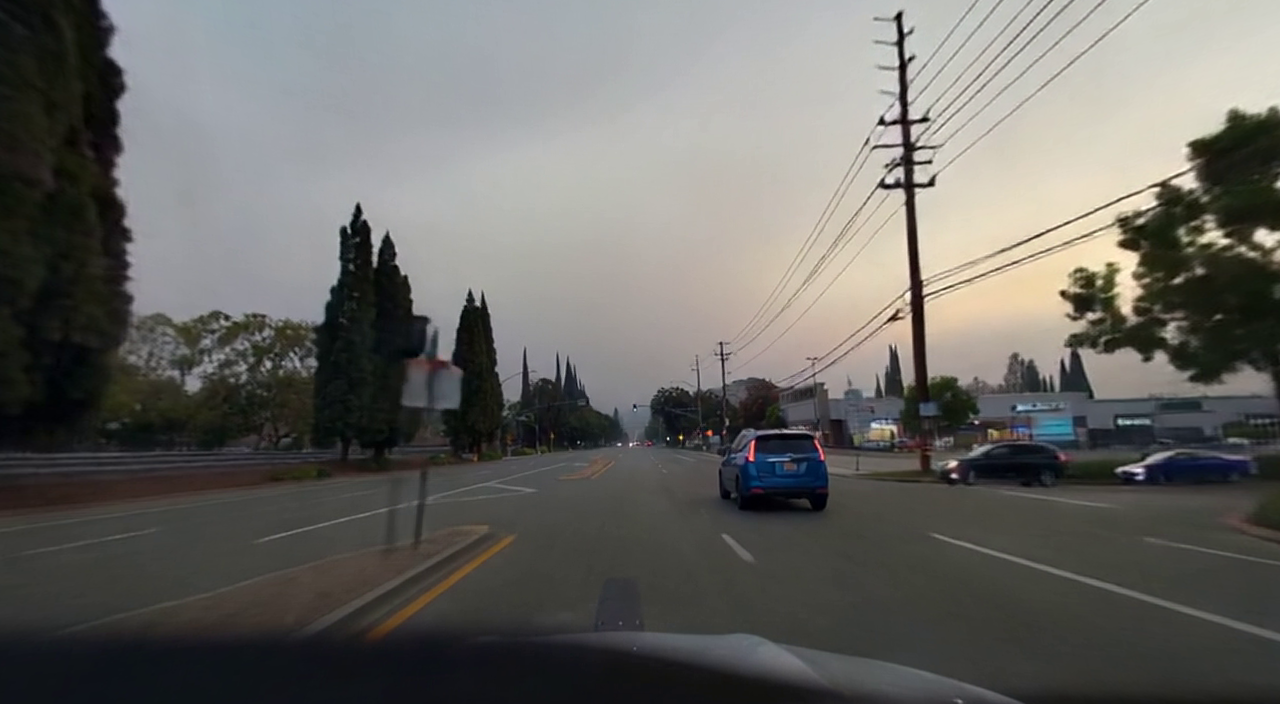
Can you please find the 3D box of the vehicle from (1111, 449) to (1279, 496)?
[{"bbox_3d":[18.579,3.963,20.995,4.208,1.434,2.021,0,-9,0],"label":"vehicle"}]

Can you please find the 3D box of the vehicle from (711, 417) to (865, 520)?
[{"bbox_3d":[2.915,2.428,13.679,2.060,1.820,4.713,0,-9,-1],"label":"vehicle"}]

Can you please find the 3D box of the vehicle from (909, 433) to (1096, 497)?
[{"bbox_3d":[11.738,3.673,20.730,4.801,1.802,2.022,-2,-9,-2],"label":"vehicle"}]
